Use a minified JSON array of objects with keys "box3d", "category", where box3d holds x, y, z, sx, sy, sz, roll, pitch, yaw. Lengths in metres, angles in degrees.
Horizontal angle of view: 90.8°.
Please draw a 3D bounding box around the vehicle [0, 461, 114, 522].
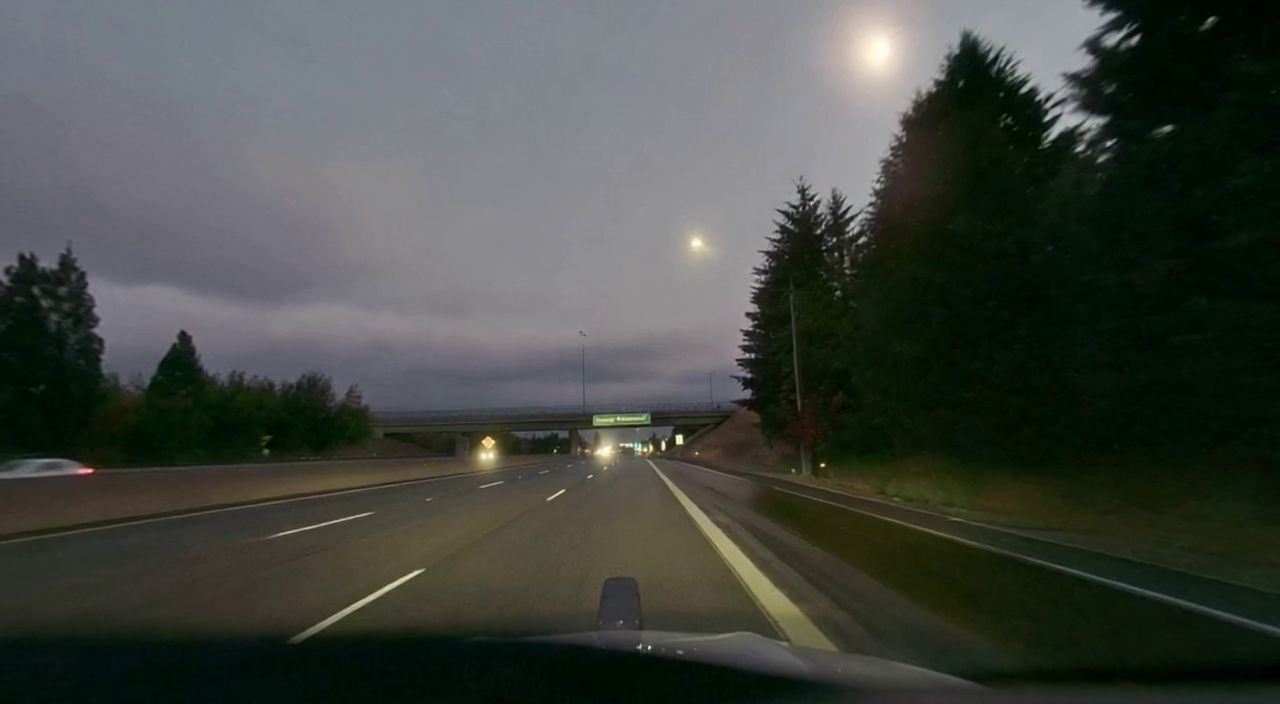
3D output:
[{"box3d":[-15.887,3.555,16.369,1.531,1.356,3.360,0,-9,-1],"category":"vehicle"}]
